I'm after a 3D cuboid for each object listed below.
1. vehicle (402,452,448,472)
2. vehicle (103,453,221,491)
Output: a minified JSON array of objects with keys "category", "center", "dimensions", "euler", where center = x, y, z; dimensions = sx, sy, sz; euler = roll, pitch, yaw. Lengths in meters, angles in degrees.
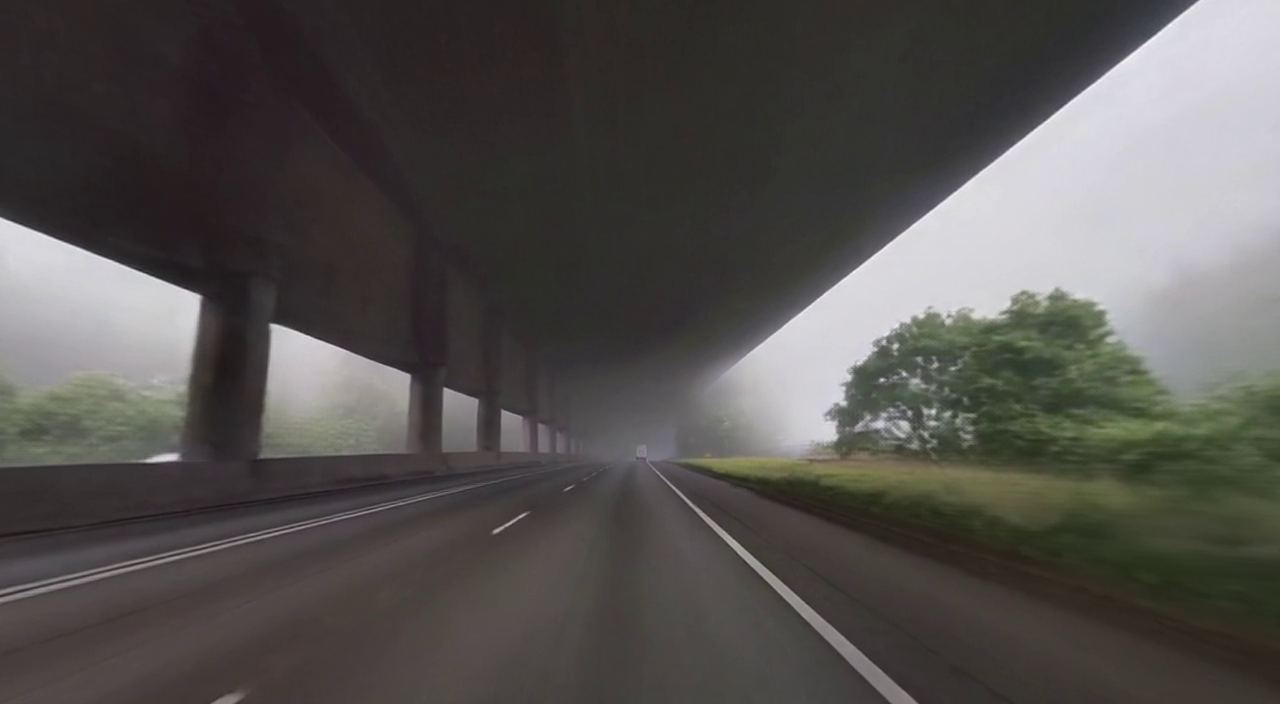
[{"category":"vehicle","center":[-16.684,8.532,48.977],"dimensions":[1.997,1.467,4.524],"euler":[-1,-9,0]},{"category":"vehicle","center":[-20.042,5.003,26.589],"dimensions":[1.860,1.451,4.015],"euler":[0,-9,-1]}]
